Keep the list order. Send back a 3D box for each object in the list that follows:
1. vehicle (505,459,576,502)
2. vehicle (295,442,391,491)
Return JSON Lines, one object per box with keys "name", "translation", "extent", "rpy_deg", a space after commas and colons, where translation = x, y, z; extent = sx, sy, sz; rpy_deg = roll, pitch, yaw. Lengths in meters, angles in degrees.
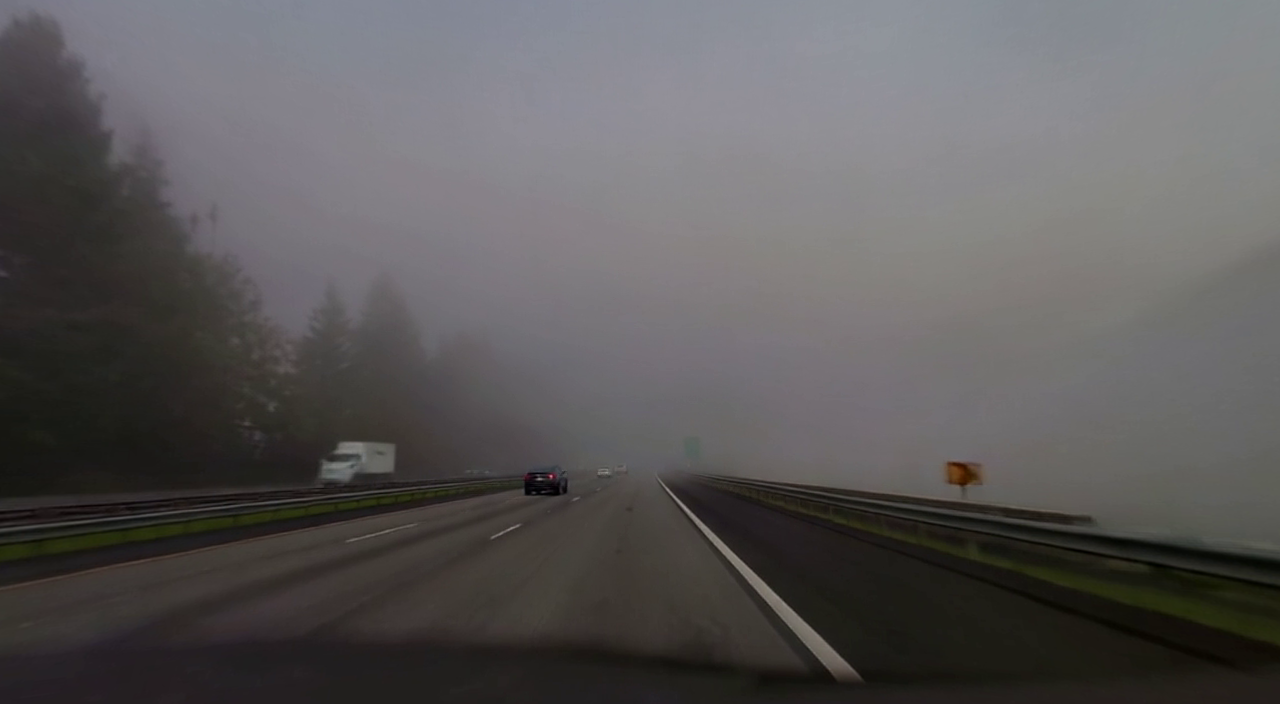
{"name": "vehicle", "translation": [-3.788, 5.019, 24.883], "extent": [2.043, 1.486, 4.442], "rpy_deg": [0, -10, 0]}
{"name": "vehicle", "translation": [-17.734, 6.944, 38.233], "extent": [2.261, 2.667, 7.060], "rpy_deg": [0, -10, 1]}
